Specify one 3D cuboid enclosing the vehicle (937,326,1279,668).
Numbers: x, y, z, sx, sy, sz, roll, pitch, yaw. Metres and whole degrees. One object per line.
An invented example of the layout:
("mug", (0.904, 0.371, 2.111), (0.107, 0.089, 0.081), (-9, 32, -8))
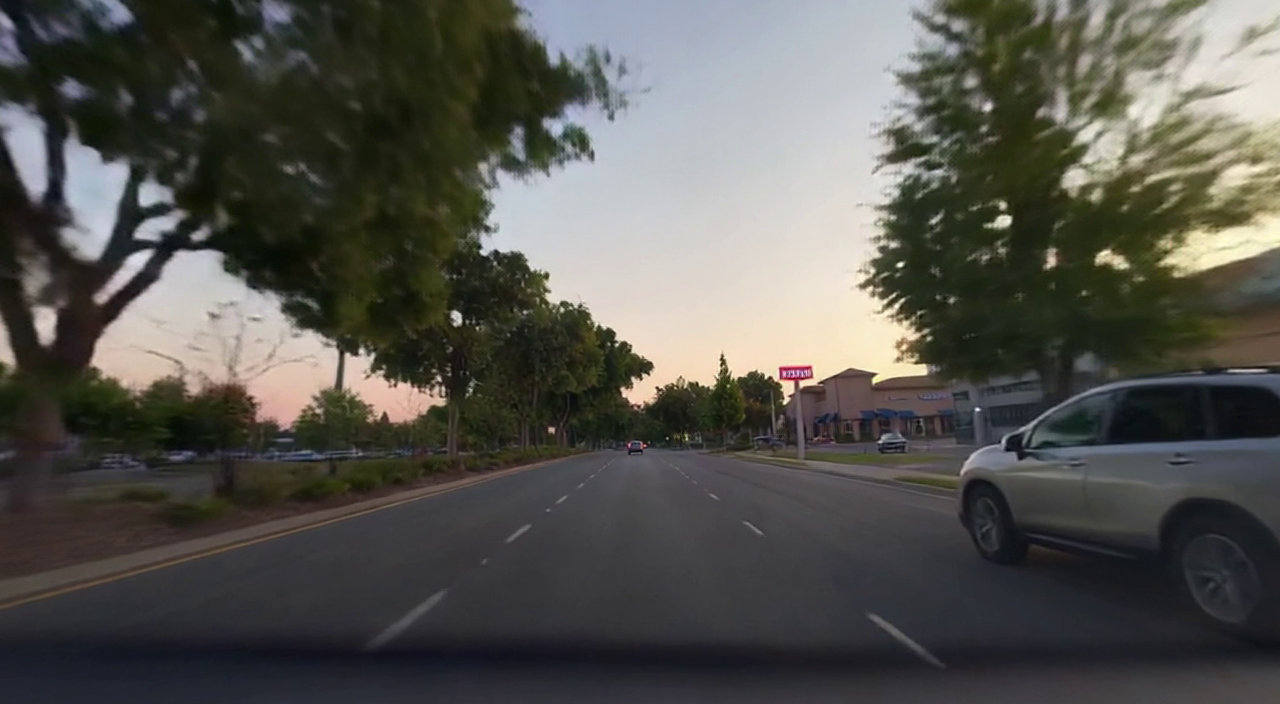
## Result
("vehicle", (4.772, 1.045, 5.070), (2.185, 1.956, 5.128), (0, -8, -1))
